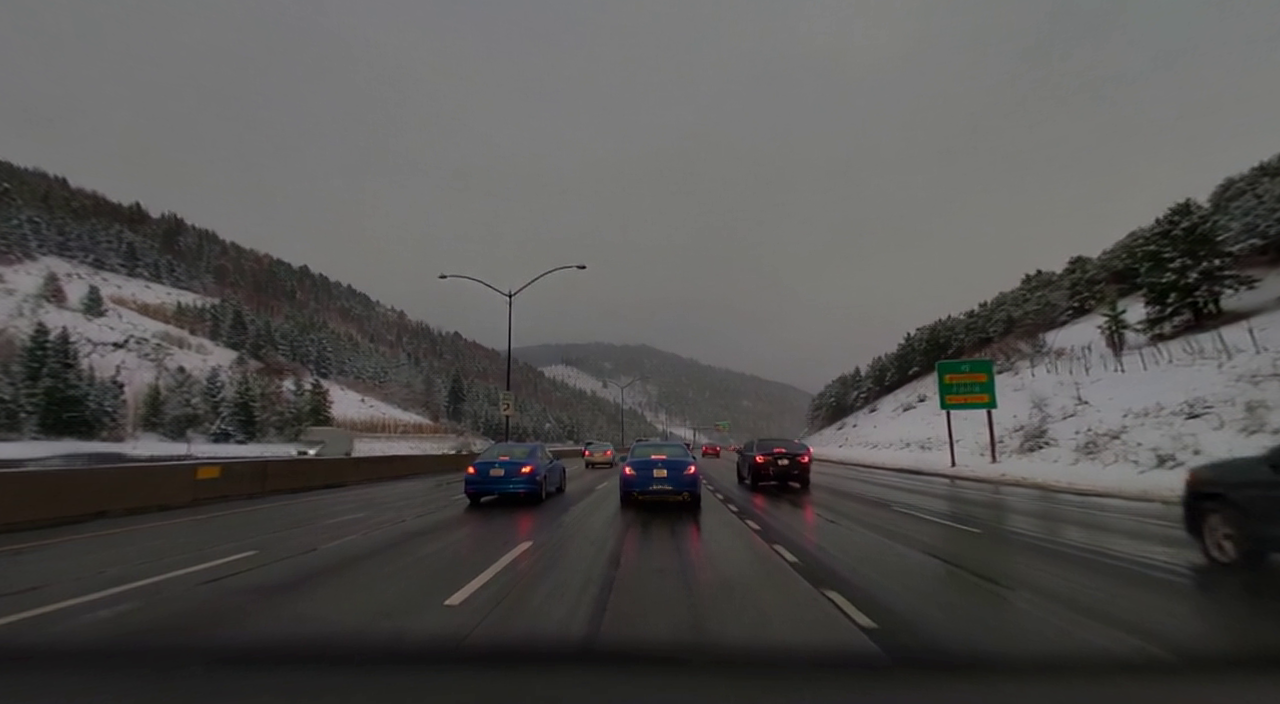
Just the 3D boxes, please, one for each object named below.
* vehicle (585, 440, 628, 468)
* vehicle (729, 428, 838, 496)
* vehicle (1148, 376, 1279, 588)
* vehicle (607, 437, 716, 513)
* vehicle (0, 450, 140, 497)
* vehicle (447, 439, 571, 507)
[{"bbox_3d":[-1.976,6.152,38.196,2.034,1.572,4.444,-1,-8,4],"label":"vehicle"},{"bbox_3d":[3.971,3.140,18.372,2.083,1.693,4.740,0,-8,1],"label":"vehicle"},{"bbox_3d":[6.692,0.969,4.414,2.210,1.831,4.843,0,-8,0],"label":"vehicle"},{"bbox_3d":[0.454,2.644,14.018,2.072,1.431,3.904,-1,-8,2],"label":"vehicle"},{"bbox_3d":[-20.136,4.166,22.027,1.790,1.461,4.165,-1,-8,2],"label":"vehicle"},{"bbox_3d":[-3.068,2.932,15.811,2.017,1.446,4.384,-1,-8,2],"label":"vehicle"}]
